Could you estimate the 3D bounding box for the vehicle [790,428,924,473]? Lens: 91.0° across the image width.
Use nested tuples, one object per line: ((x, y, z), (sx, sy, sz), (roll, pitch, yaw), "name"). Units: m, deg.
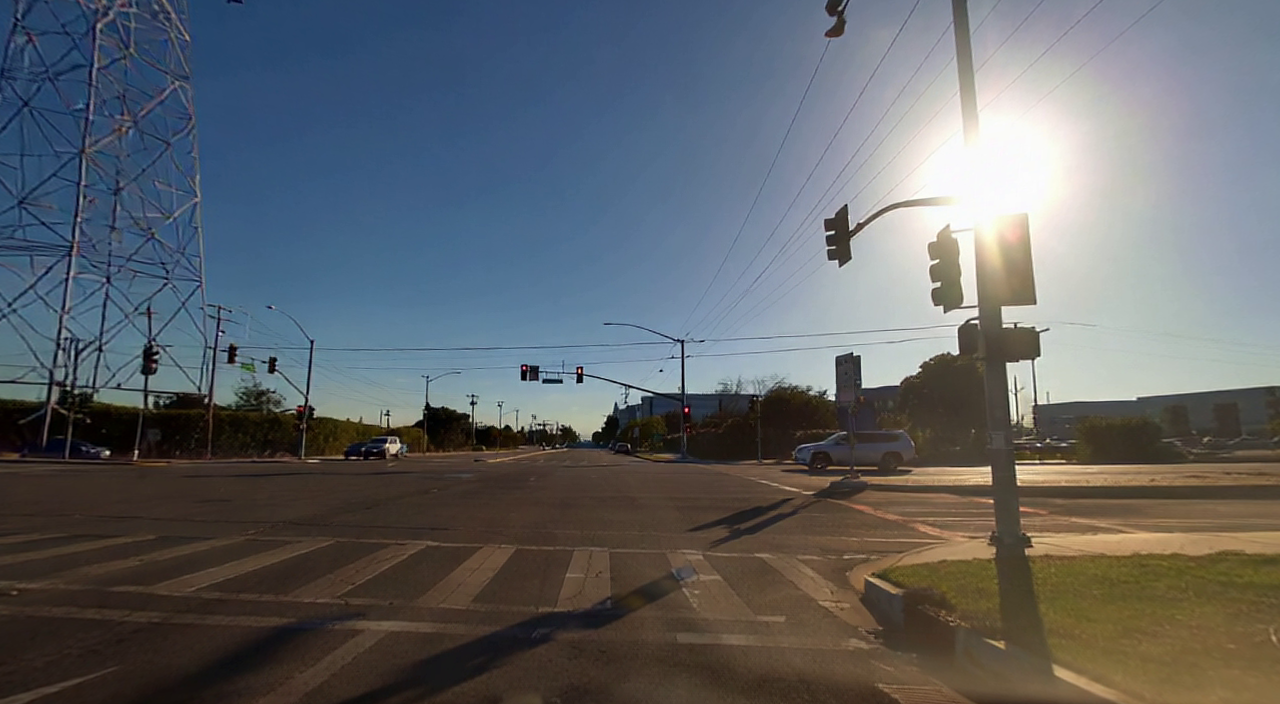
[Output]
((8.701, 4.023, 25.719), (4.884, 1.714, 2.021), (-2, -9, 12), "vehicle")
